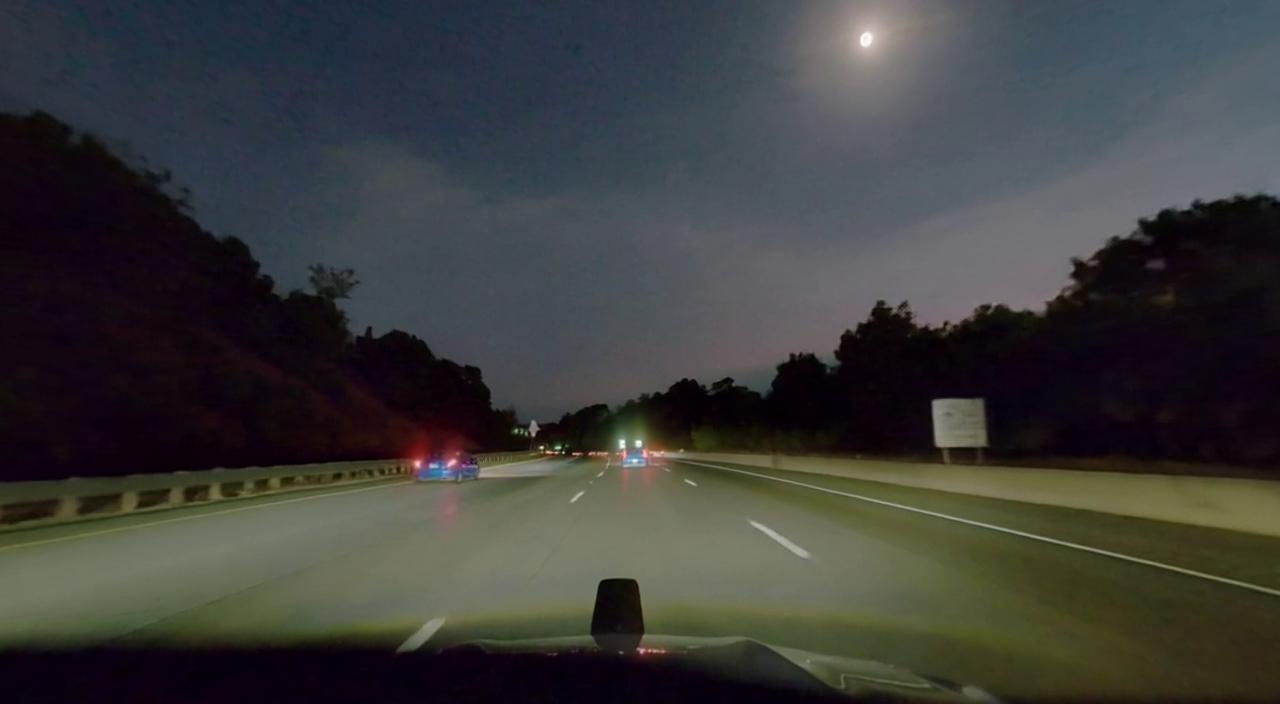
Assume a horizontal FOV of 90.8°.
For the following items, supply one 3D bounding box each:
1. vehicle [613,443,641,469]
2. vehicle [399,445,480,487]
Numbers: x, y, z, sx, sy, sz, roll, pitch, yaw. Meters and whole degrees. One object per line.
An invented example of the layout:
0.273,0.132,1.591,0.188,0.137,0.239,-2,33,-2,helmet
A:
-1.044,8.021,48.863,1.990,1.878,4.079,0,-9,-3,vehicle
-7.694,4.388,24.677,1.915,1.479,3.843,0,-9,-1,vehicle
